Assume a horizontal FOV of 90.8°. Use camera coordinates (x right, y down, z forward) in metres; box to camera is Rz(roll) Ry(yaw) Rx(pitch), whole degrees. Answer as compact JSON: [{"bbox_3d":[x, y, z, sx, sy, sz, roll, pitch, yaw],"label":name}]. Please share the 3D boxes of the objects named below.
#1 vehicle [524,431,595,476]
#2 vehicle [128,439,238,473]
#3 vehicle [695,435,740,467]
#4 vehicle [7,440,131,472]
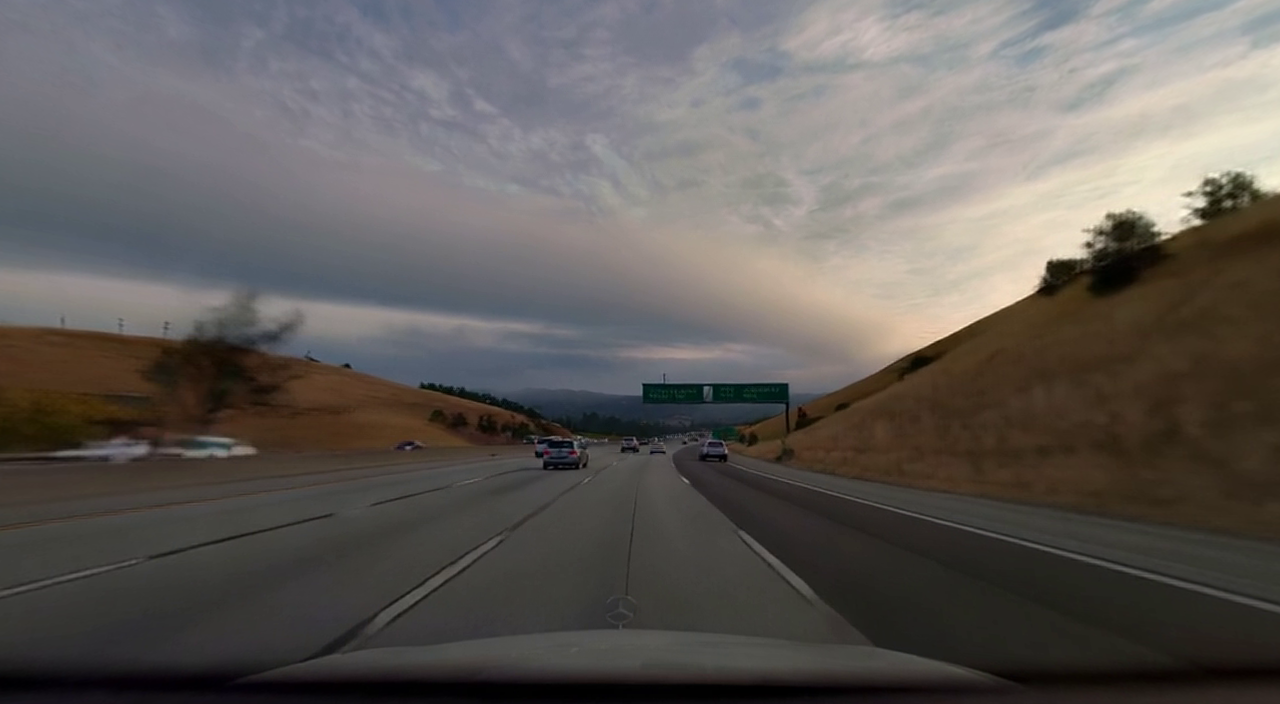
[{"bbox_3d":[-3.237,4.196,26.387,2.166,1.700,4.661,0,-8,2],"label":"vehicle"},{"bbox_3d":[-21.231,4.841,29.611,1.822,1.480,4.290,0,-8,2],"label":"vehicle"},{"bbox_3d":[4.615,5.951,38.138,2.164,1.788,4.500,0,-8,0],"label":"vehicle"},{"bbox_3d":[-28.773,5.249,32.065,1.910,1.476,4.599,0,-8,2],"label":"vehicle"}]
